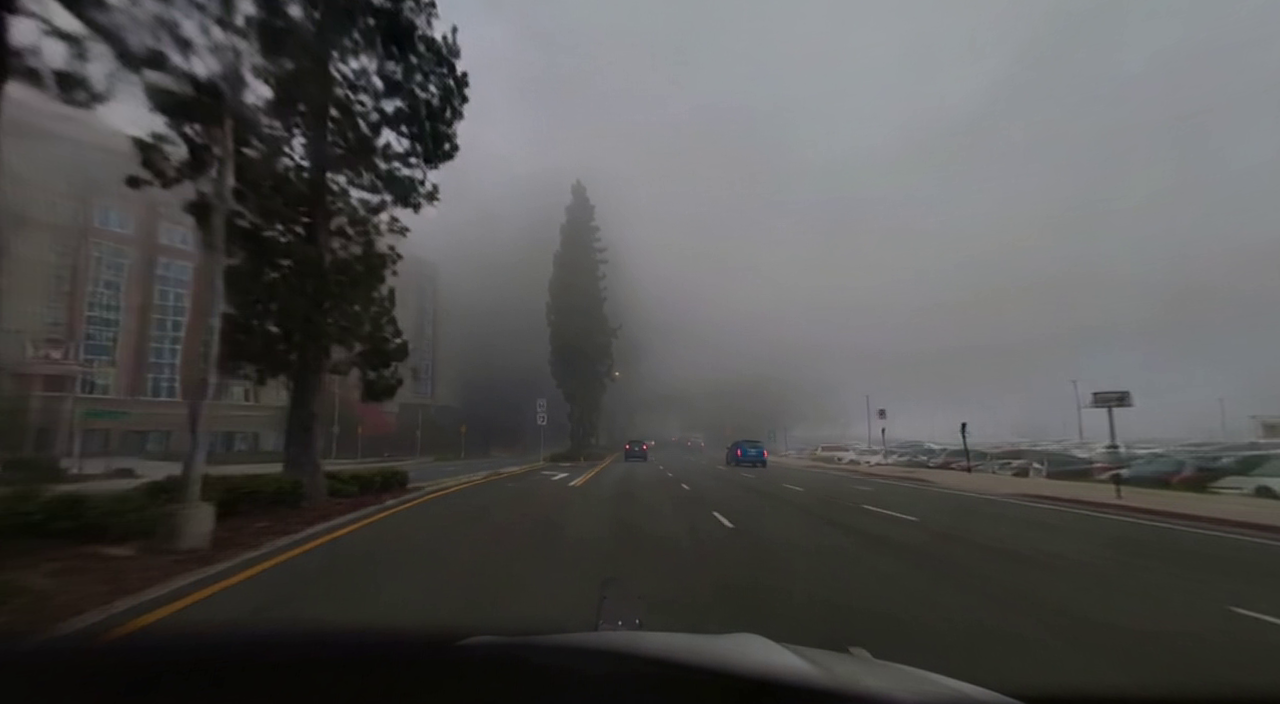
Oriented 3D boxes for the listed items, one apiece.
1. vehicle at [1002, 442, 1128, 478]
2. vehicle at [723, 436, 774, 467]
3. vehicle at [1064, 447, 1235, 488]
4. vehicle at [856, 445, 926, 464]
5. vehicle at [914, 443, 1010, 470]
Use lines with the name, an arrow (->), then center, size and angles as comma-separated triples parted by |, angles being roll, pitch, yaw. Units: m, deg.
vehicle -> 20.041, 5.115, 29.833 | 4.485, 1.608, 1.955 | 0, -9, 0
vehicle -> 6.581, 6.126, 38.789 | 2.136, 1.799, 4.796 | 0, -9, -2
vehicle -> 19.058, 4.327, 23.723 | 4.683, 1.462, 1.995 | 0, -9, 1
vehicle -> 19.733, 8.080, 49.634 | 4.653, 1.438, 1.939 | 0, -9, -2
vehicle -> 19.163, 6.223, 37.632 | 4.644, 1.552, 1.980 | 0, -9, 4
